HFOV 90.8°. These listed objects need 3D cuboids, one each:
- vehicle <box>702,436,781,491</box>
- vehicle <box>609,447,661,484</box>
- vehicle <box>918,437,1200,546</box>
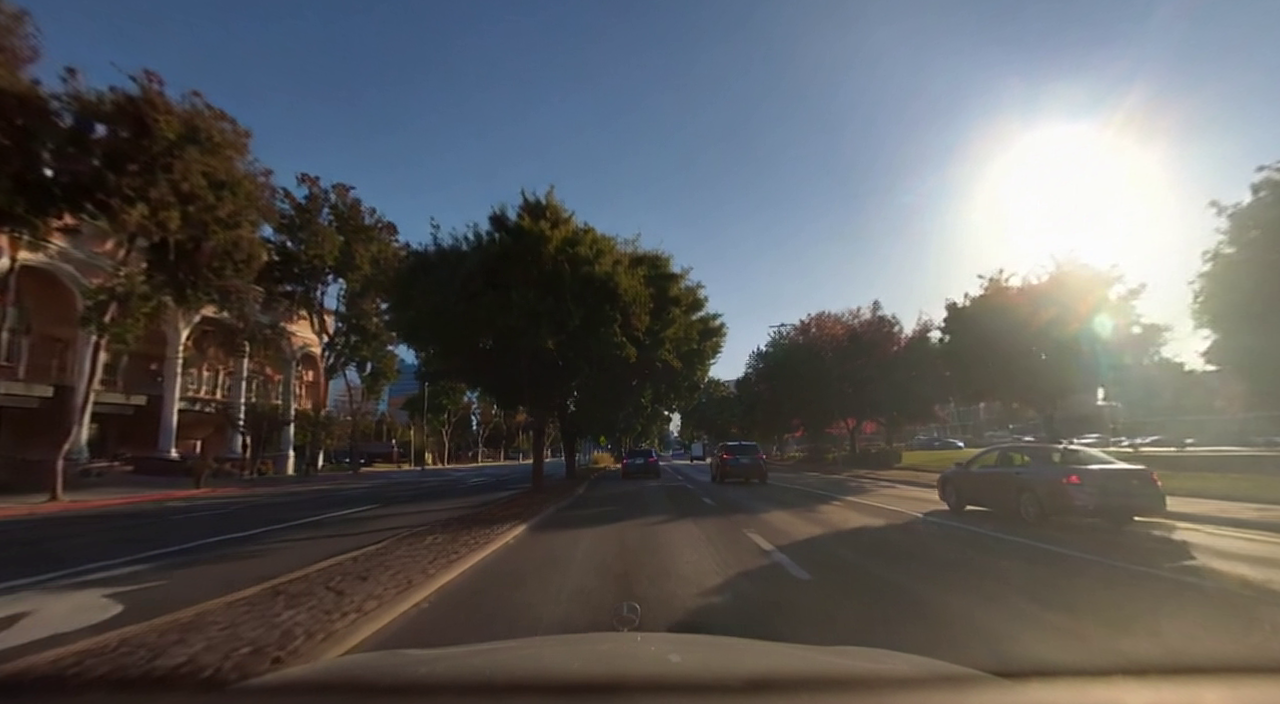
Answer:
[{"bbox_3d":[3.543,3.967,22.834,2.036,1.757,4.300,0,-9,-1],"label":"vehicle"},{"bbox_3d":[-0.213,4.767,26.849,2.054,1.446,3.969,0,-9,-1],"label":"vehicle"},{"bbox_3d":[6.760,2.259,10.931,1.868,1.472,4.274,0,-9,-1],"label":"vehicle"}]
